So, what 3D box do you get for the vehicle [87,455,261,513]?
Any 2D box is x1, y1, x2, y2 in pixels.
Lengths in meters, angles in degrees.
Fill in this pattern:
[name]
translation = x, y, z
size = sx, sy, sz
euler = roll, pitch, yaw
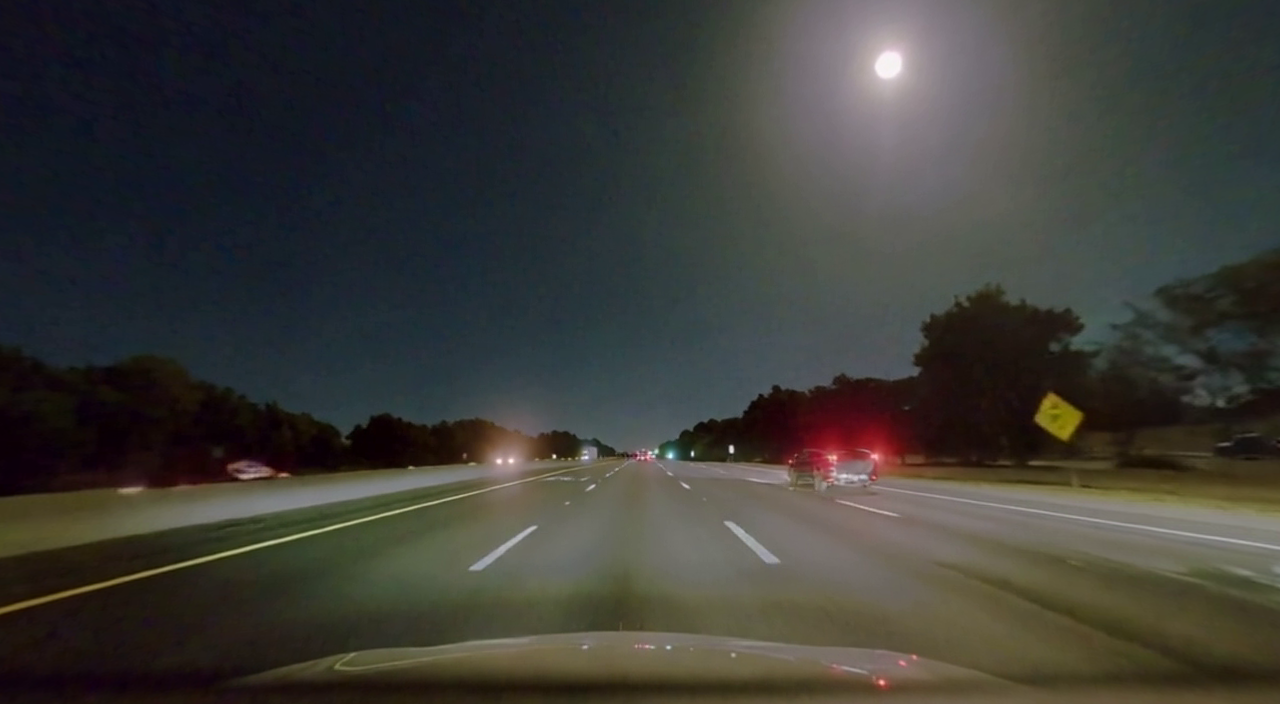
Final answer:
[vehicle]
translation = -13.870, 3.902, 19.149
size = 1.886, 1.501, 4.329
euler = 0, -9, 1
